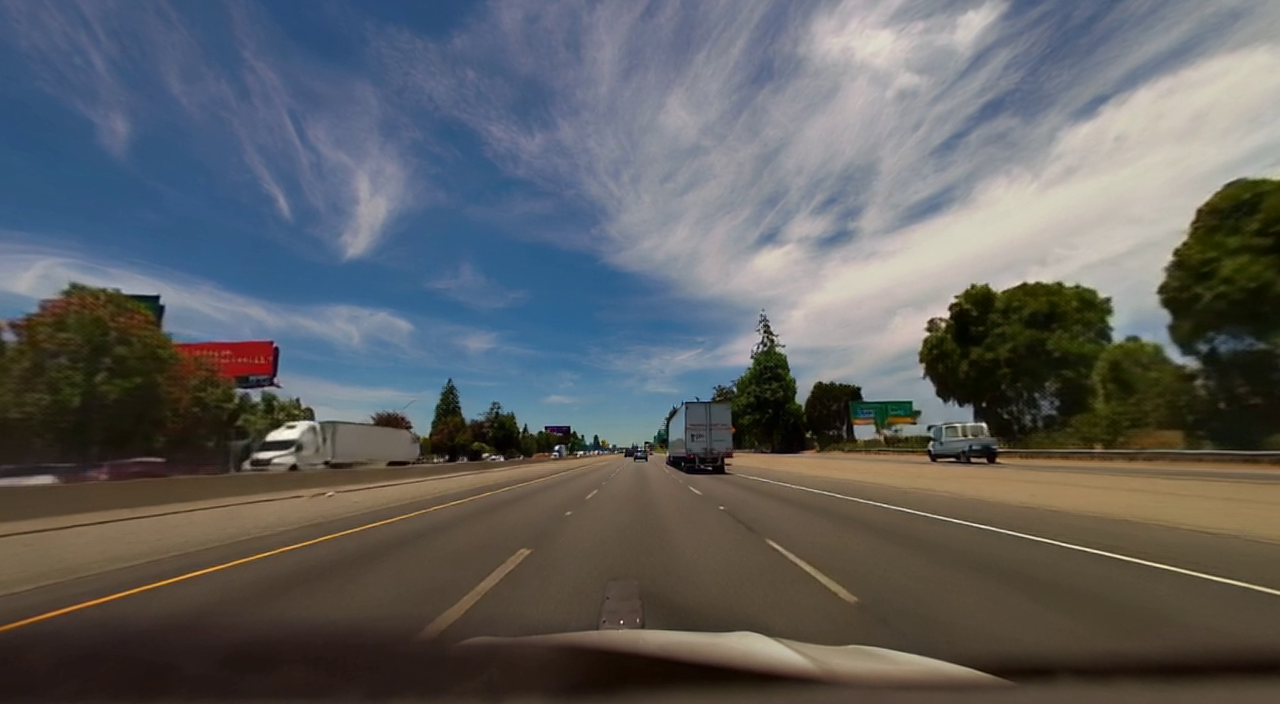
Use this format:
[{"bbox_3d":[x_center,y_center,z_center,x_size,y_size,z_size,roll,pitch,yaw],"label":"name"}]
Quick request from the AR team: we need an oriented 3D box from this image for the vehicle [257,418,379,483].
[{"bbox_3d":[-20.390,6.337,40.649,3.723,3.739,7.536,0,-9,0],"label":"vehicle"}]

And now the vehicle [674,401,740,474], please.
[{"bbox_3d":[4.281,5.974,43.460,3.058,4.312,12.251,0,-9,0],"label":"vehicle"}]
